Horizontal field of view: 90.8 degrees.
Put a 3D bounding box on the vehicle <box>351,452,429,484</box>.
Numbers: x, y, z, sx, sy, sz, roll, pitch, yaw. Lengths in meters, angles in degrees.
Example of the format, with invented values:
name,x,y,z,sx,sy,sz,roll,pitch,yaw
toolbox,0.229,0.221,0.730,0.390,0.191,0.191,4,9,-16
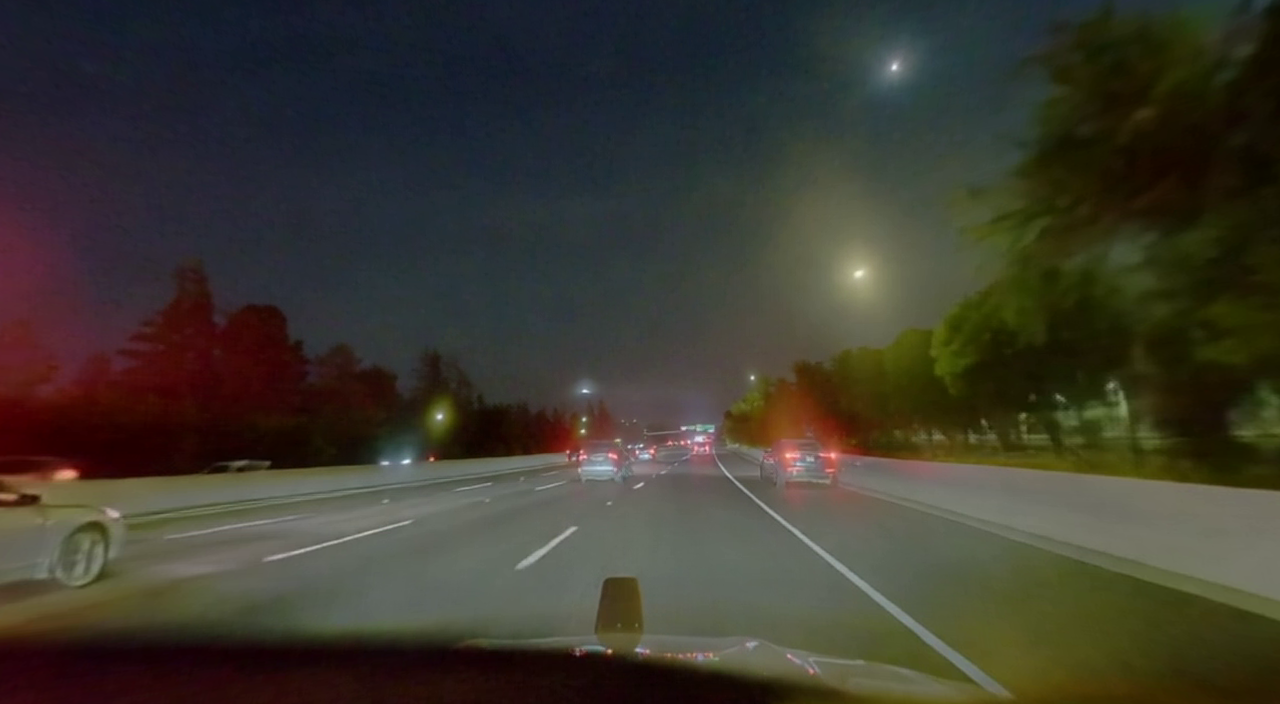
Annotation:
name,x,y,z,sx,sy,sz,roll,pitch,yaw
vehicle,-12.579,5.848,32.082,1.832,1.437,4.523,-1,-9,4

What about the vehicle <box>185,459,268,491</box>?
name,x,y,z,sx,sy,sz,roll,pitch,yaw
vehicle,-22.573,6.683,34.668,1.774,1.542,3.835,-1,-9,4

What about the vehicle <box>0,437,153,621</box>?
name,x,y,z,sx,sy,sz,roll,pitch,yaw
vehicle,-6.177,1.302,4.184,1.981,1.460,4.792,-1,-9,2

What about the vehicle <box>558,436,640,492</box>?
name,x,y,z,sx,sy,sz,roll,pitch,yaw
vehicle,-1.263,3.742,21.453,2.082,1.638,4.644,-2,-9,5
